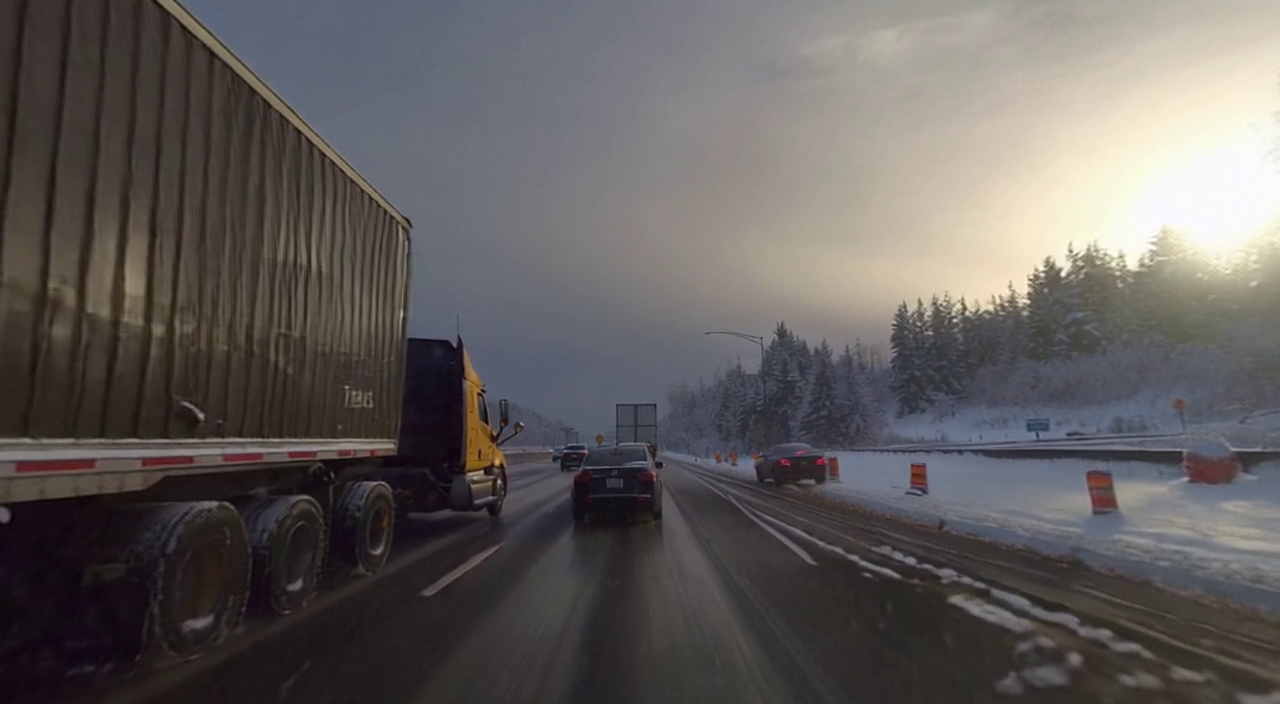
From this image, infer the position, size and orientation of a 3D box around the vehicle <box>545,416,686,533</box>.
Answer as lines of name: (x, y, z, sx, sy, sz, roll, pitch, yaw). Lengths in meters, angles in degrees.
vehicle: (-0.363, 2.192, 11.719, 2.152, 1.779, 3.924, 0, -9, 0)

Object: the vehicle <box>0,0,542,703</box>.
vehicle: (-3.687, 0.184, 6.080, 2.857, 4.063, 16.026, 0, -8, 0)

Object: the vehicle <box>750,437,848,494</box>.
vehicle: (4.816, 3.501, 19.744, 1.937, 1.601, 3.798, 0, -9, -2)
